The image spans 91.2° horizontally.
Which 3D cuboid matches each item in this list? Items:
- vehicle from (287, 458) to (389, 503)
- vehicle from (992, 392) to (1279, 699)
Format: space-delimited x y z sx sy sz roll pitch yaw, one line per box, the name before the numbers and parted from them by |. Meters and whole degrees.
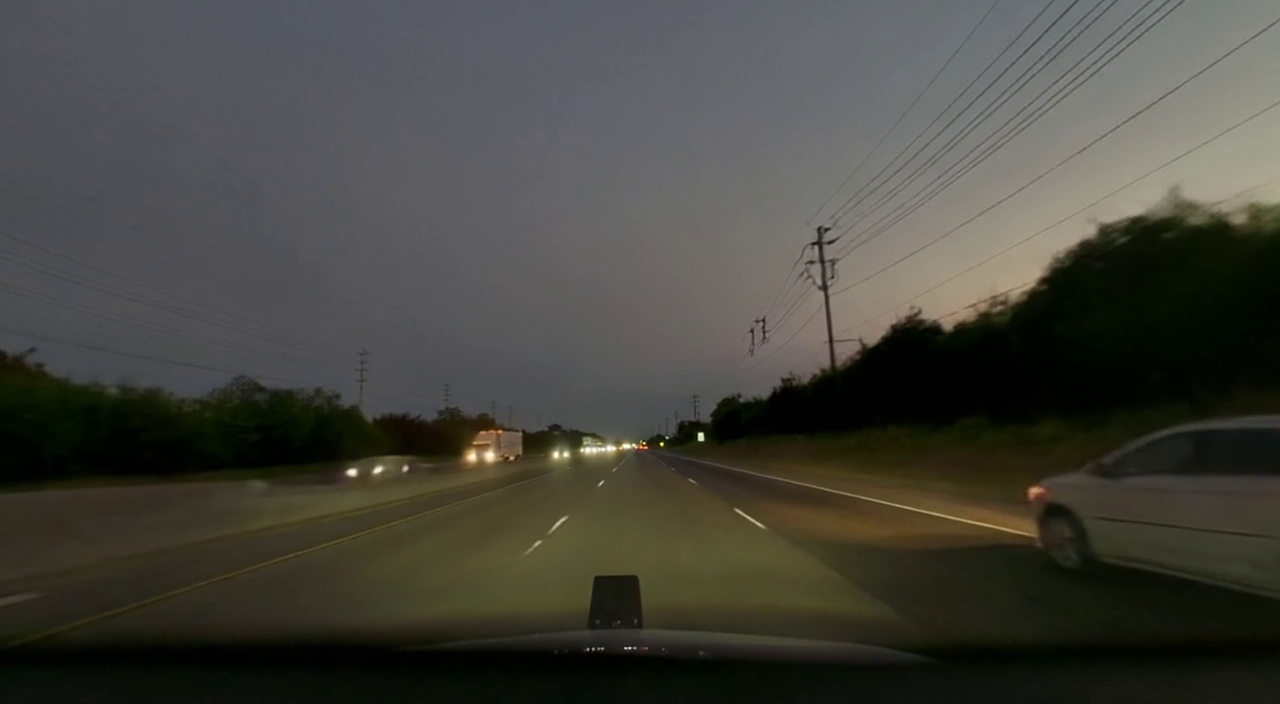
vehicle | -11.398 4.862 24.002 1.885 1.469 4.099 0 -9 -1
vehicle | 4.322 1.065 3.697 2.054 1.565 4.089 0 -9 -1
